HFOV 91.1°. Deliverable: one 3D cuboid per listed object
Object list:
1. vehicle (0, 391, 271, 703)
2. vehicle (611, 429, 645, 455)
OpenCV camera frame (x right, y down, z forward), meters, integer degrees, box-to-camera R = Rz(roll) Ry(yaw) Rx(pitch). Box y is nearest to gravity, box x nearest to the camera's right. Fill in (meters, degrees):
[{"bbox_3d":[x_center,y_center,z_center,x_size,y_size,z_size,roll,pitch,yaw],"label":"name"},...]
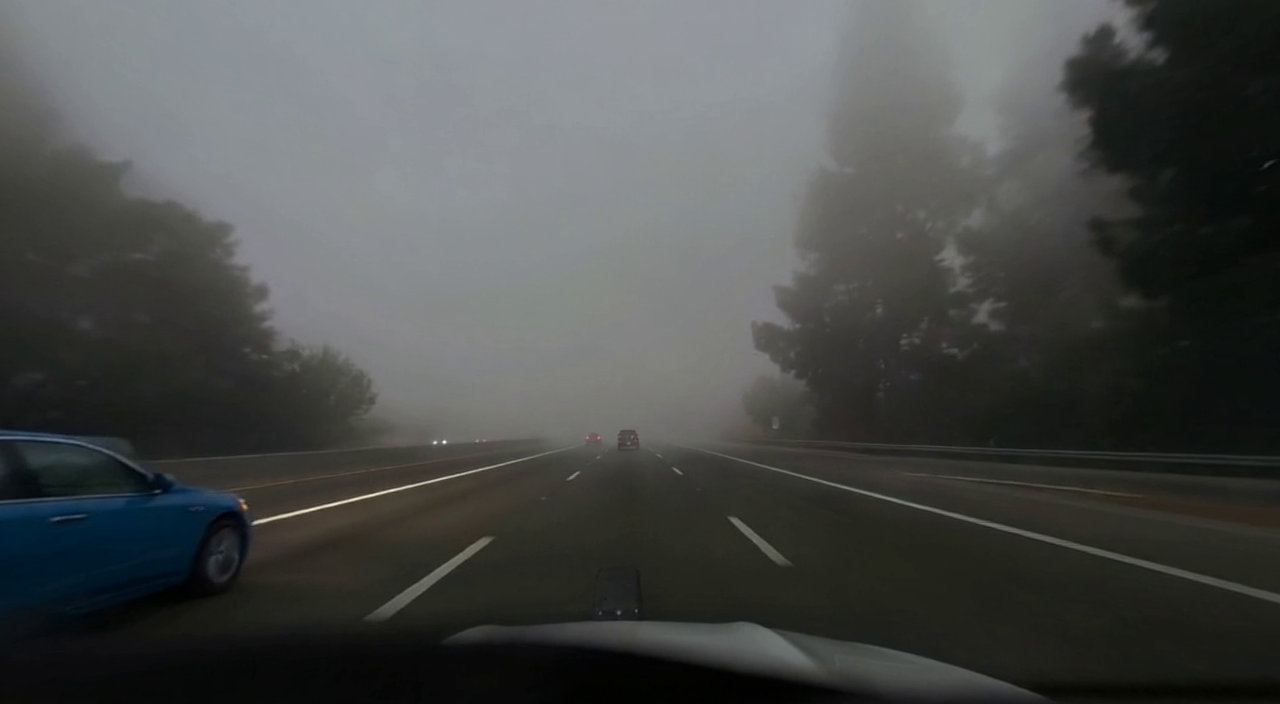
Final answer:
[{"bbox_3d":[-4.084,0.954,2.943,2.017,1.537,4.496,0,-8,-1],"label":"vehicle"},{"bbox_3d":[-0.797,5.987,41.853,2.116,1.625,4.004,0,-8,-1],"label":"vehicle"}]
